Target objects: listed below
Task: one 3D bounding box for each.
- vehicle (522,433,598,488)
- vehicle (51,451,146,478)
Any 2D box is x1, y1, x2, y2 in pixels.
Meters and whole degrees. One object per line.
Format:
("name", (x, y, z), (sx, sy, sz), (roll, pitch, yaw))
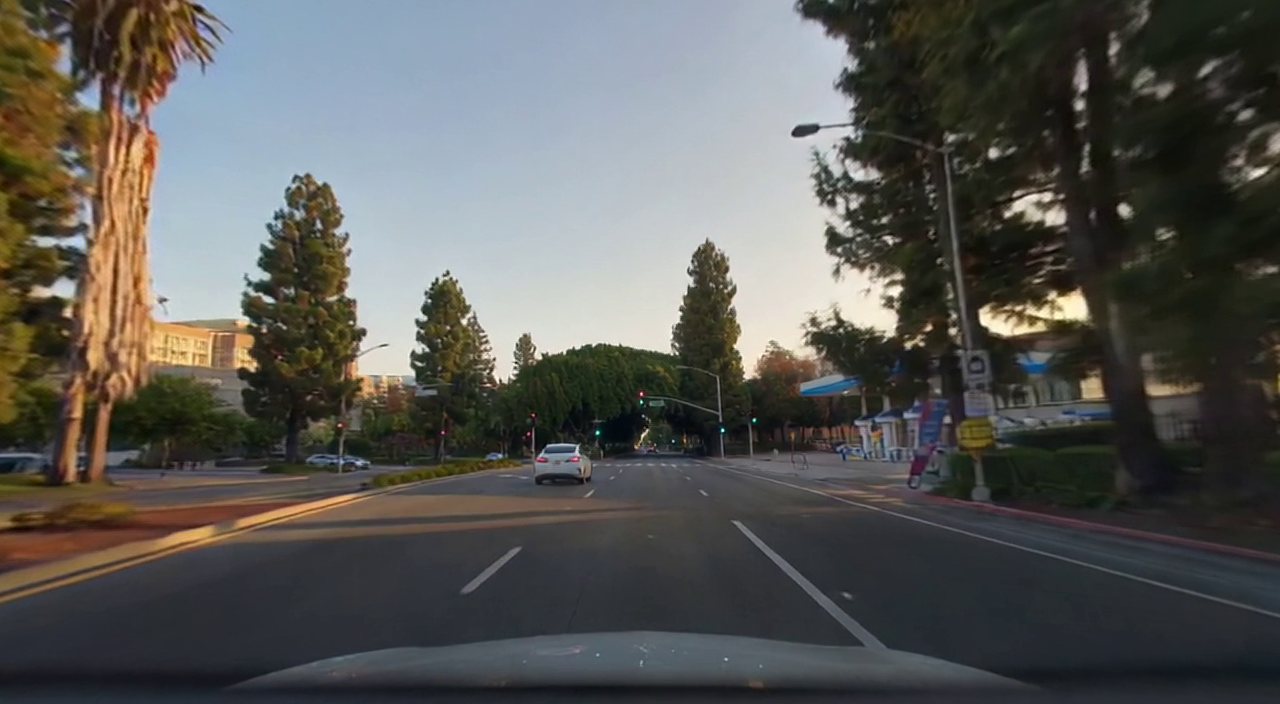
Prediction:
("vehicle", (-2.737, 3.862, 22.739), (2.011, 1.756, 4.478), (0, -9, 2))
("vehicle", (-36.257, 7.517, 42.268), (4.553, 1.492, 1.967), (-2, -8, -1))
